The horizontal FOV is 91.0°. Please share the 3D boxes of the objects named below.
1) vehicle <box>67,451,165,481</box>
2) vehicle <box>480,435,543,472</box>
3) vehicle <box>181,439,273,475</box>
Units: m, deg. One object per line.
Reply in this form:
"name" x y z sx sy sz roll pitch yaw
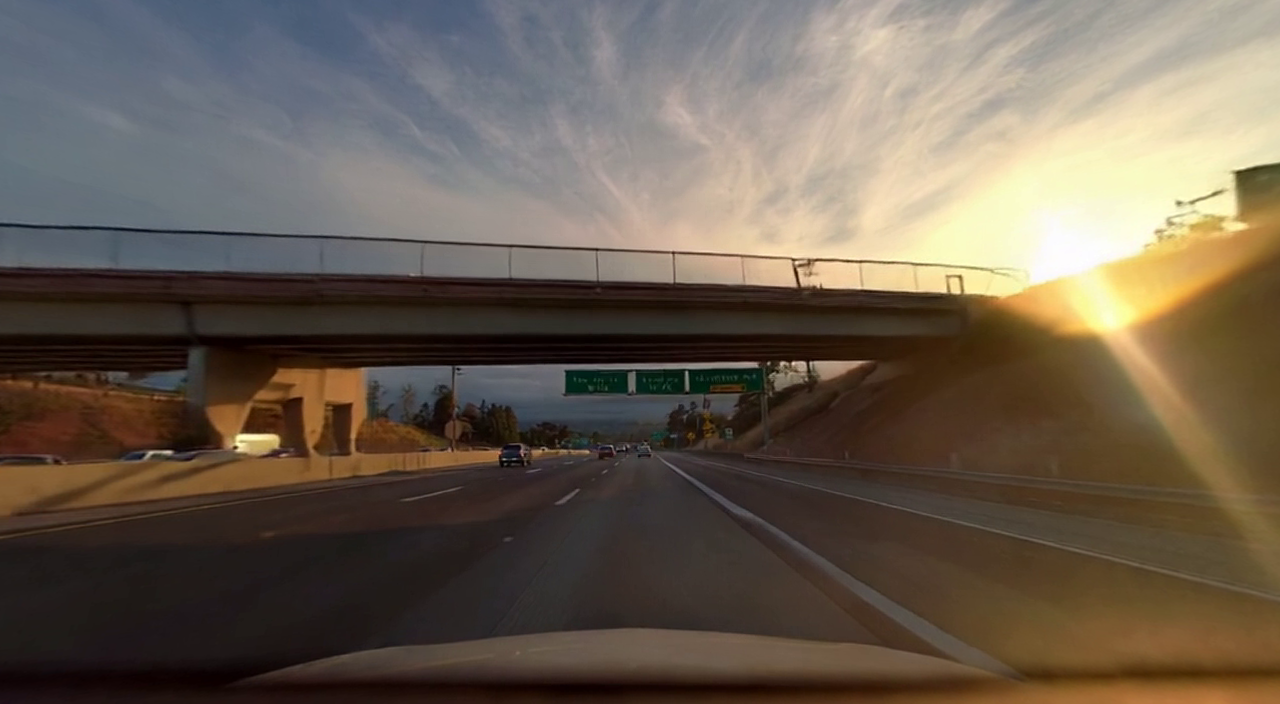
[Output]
"vehicle" -30.898 6.716 37.319 1.858 1.648 4.522 0 -9 0
"vehicle" -7.326 5.862 36.612 2.341 1.959 5.684 0 -9 1
"vehicle" -27.372 6.952 42.034 2.291 2.219 5.672 0 -9 0
